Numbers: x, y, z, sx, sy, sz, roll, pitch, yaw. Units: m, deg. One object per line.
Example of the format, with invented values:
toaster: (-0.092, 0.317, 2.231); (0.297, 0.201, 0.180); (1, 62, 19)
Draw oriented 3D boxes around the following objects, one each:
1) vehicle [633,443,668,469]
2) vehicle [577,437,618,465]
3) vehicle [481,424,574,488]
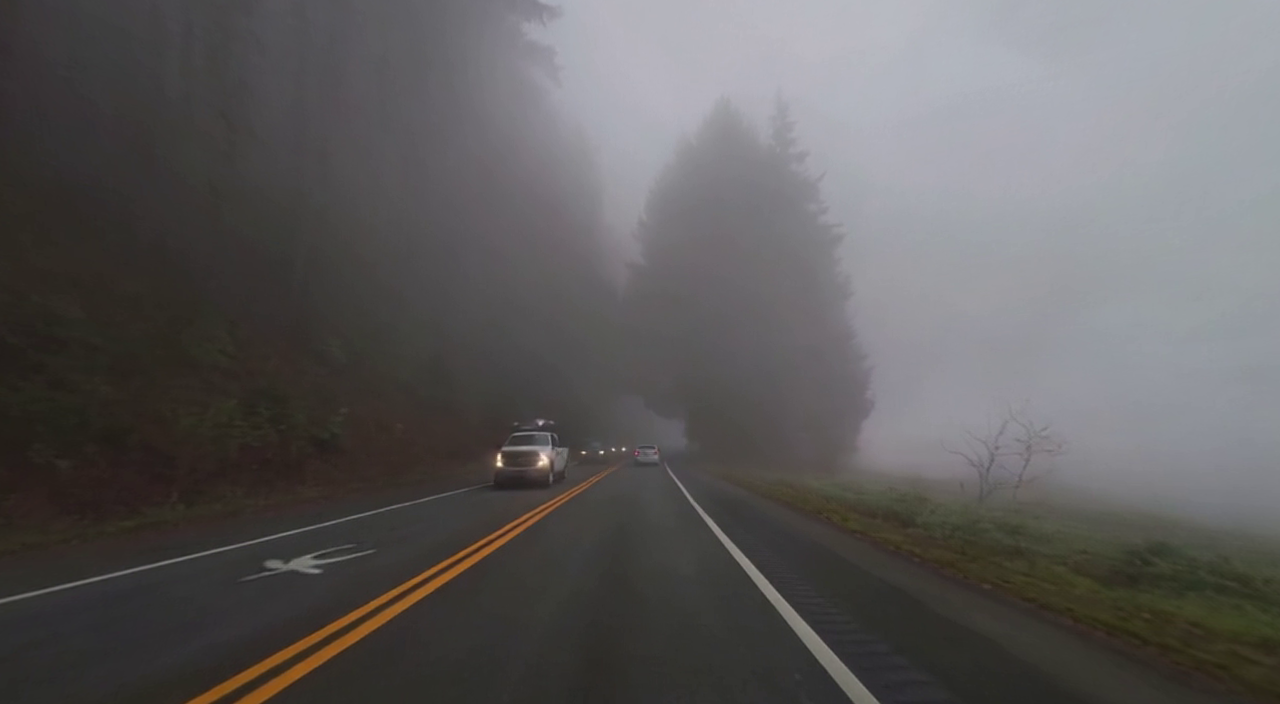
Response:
vehicle: (0.648, 6.450, 39.337); (2.067, 1.486, 3.861); (0, -9, 1)
vehicle: (-3.214, 7.701, 49.075); (2.461, 2.030, 5.478); (-1, -9, 3)
vehicle: (-4.250, 4.092, 25.083); (2.479, 2.208, 5.780); (0, -9, 2)
